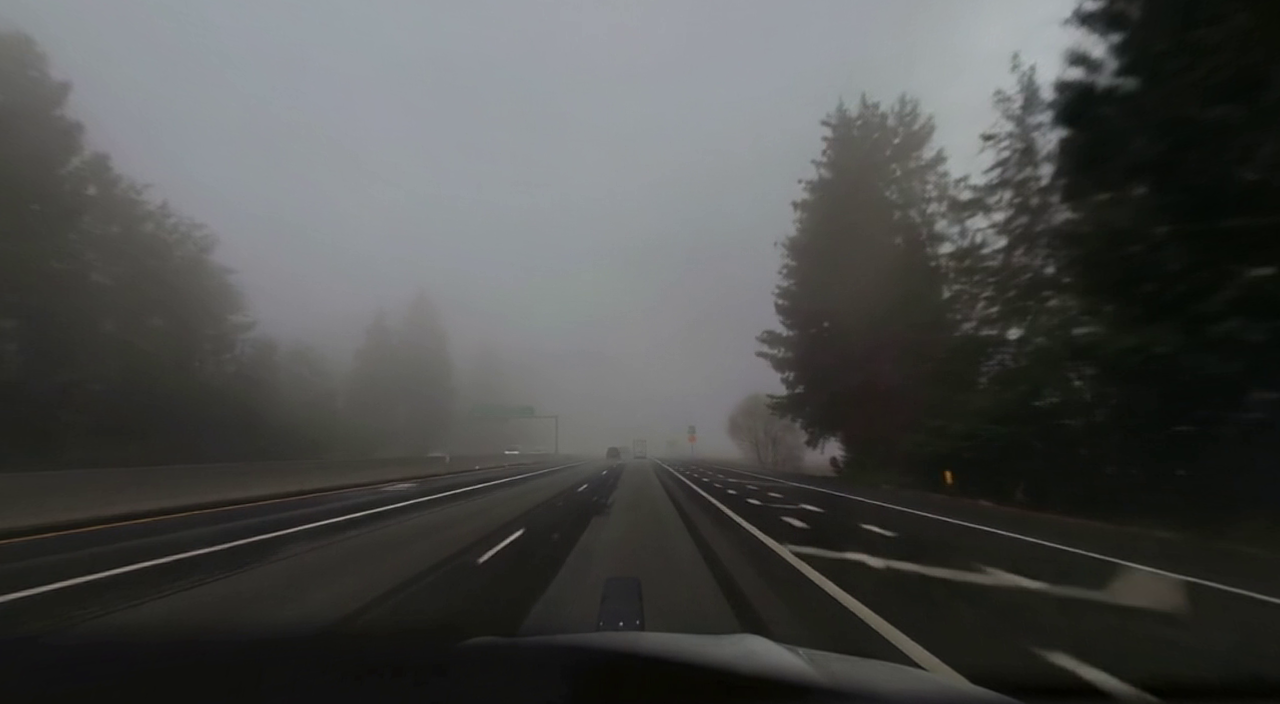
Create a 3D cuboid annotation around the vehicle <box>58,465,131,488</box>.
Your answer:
[{"bbox_3d":[-38.058,8.676,44.139,1.934,1.412,4.014,1,-9,-10],"label":"vehicle"}]
